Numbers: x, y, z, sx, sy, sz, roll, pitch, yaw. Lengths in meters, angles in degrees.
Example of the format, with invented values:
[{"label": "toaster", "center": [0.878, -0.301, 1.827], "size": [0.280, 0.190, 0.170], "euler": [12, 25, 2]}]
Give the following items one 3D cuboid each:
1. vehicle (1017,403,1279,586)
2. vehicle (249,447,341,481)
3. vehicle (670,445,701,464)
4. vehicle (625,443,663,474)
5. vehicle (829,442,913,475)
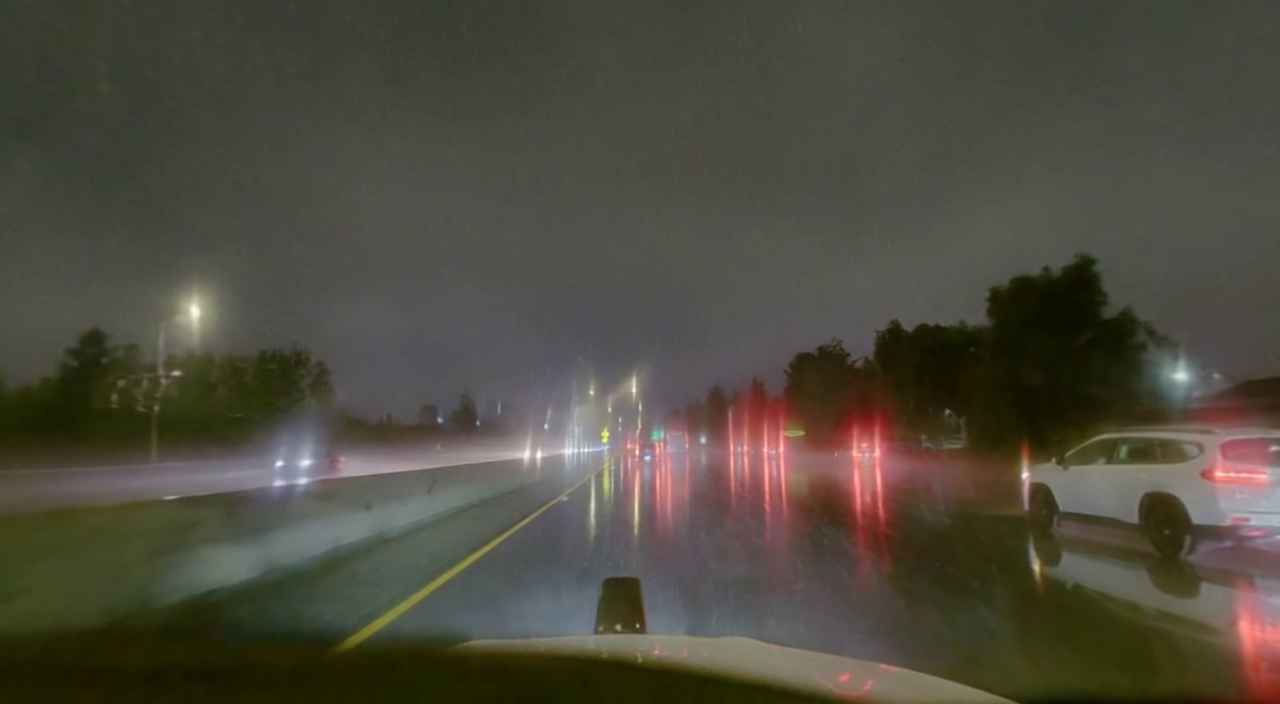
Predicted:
[{"label": "vehicle", "center": [6.957, 1.579, 7.576], "size": [2.027, 1.679, 4.543], "euler": [0, -9, 0]}, {"label": "vehicle", "center": [-17.730, 5.744, 32.794], "size": [2.053, 1.582, 4.816], "euler": [0, -9, 0]}, {"label": "vehicle", "center": [3.530, 8.050, 49.749], "size": [1.993, 1.427, 4.204], "euler": [0, -9, -1]}, {"label": "vehicle", "center": [0.167, 5.911, 35.395], "size": [1.864, 1.566, 4.446], "euler": [0, -8, -3]}, {"label": "vehicle", "center": [10.958, 5.099, 30.401], "size": [2.087, 1.442, 4.834], "euler": [0, -9, -1]}]
